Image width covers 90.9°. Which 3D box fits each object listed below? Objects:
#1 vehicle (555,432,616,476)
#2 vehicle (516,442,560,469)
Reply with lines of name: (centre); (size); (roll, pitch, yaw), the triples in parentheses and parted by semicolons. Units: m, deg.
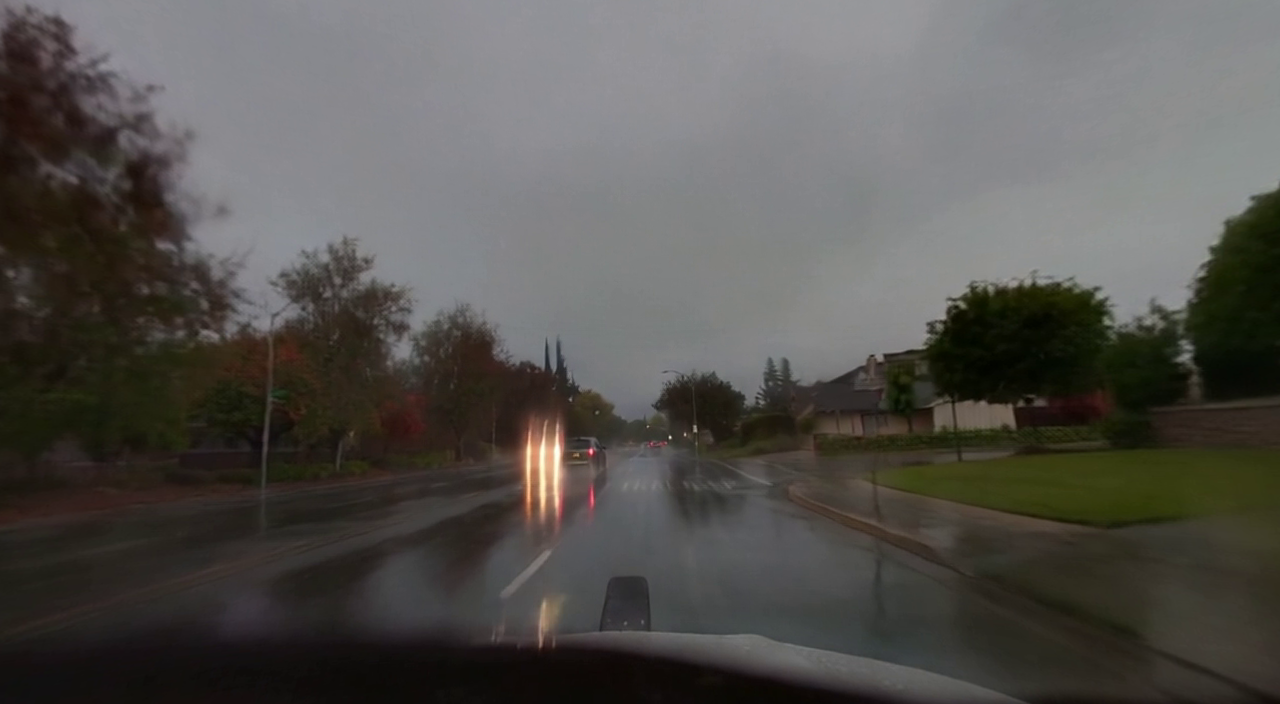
vehicle: (-2.301, 4.463, 27.856); (2.190, 1.766, 4.394); (0, -8, 2)
vehicle: (-5.992, 6.149, 37.575); (1.972, 1.514, 4.241); (1, -8, -1)
